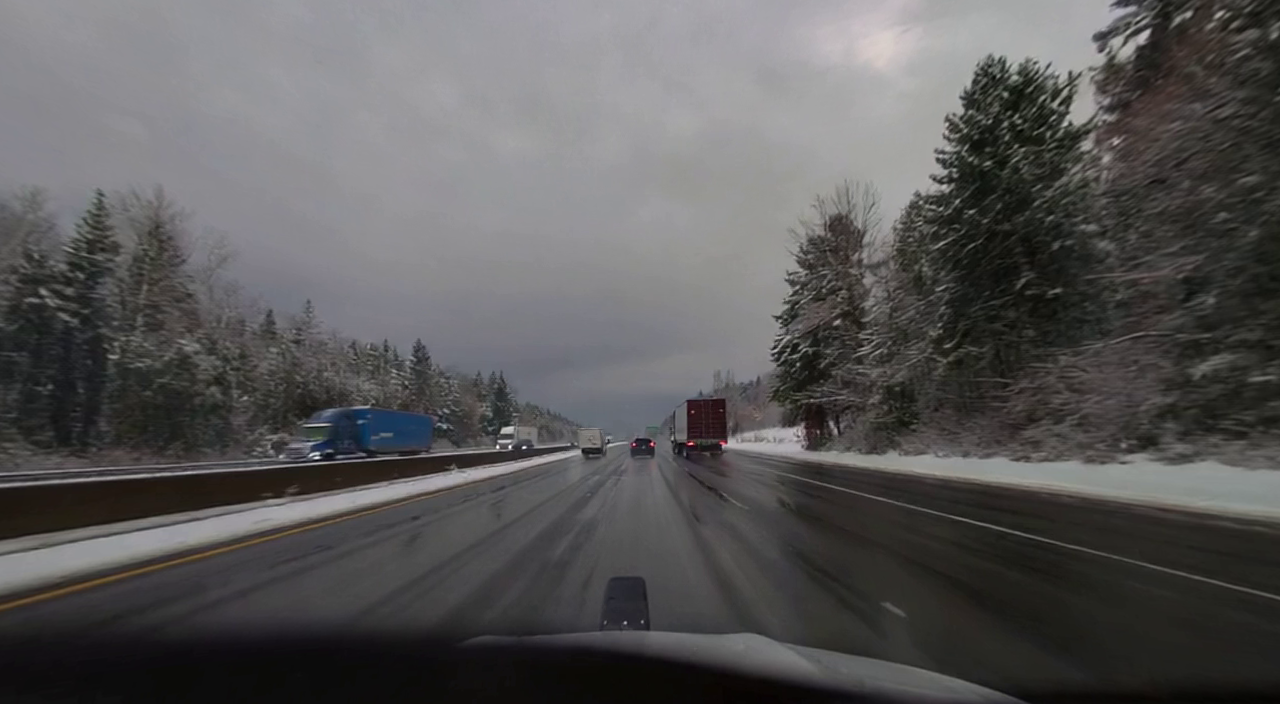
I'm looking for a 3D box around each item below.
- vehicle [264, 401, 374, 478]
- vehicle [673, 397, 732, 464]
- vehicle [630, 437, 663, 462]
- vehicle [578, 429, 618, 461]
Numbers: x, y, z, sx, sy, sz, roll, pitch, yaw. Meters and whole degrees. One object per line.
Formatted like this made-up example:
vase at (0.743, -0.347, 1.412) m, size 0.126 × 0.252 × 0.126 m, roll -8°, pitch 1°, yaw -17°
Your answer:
vehicle at (-18.493, 5.083, 36.776) m, size 3.006 × 4.066 × 6.254 m, roll 0°, pitch -8°, yaw 0°
vehicle at (4.339, 5.936, 46.902) m, size 3.005 × 4.131 × 14.221 m, roll 1°, pitch -8°, yaw 0°
vehicle at (0.395, 6.659, 43.169) m, size 2.139 × 1.607 × 4.034 m, roll 0°, pitch -8°, yaw -1°
vehicle at (-2.808, 6.382, 43.221) m, size 2.247 × 2.039 × 5.008 m, roll -1°, pitch -8°, yaw 3°
